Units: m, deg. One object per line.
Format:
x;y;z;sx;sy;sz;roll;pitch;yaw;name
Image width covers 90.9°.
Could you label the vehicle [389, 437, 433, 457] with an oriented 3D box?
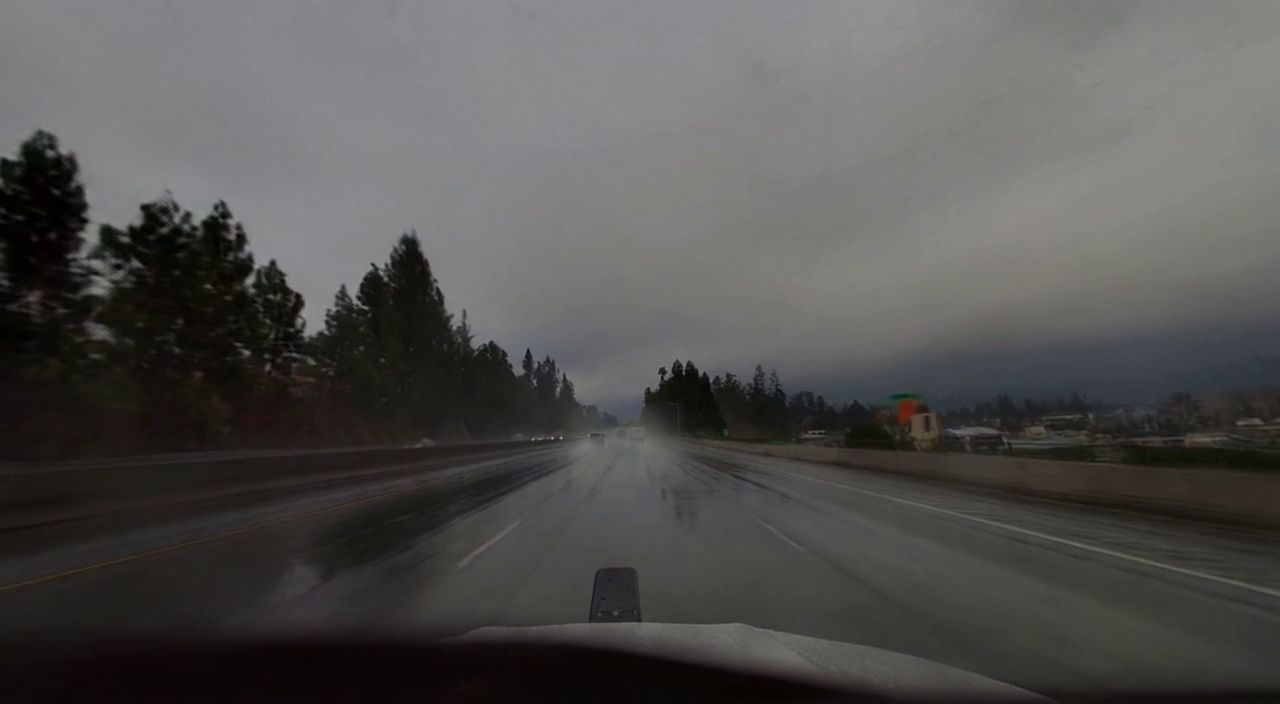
-17.958;7.467;49.575;1.826;1.498;4.295;0;-8;0;vehicle
